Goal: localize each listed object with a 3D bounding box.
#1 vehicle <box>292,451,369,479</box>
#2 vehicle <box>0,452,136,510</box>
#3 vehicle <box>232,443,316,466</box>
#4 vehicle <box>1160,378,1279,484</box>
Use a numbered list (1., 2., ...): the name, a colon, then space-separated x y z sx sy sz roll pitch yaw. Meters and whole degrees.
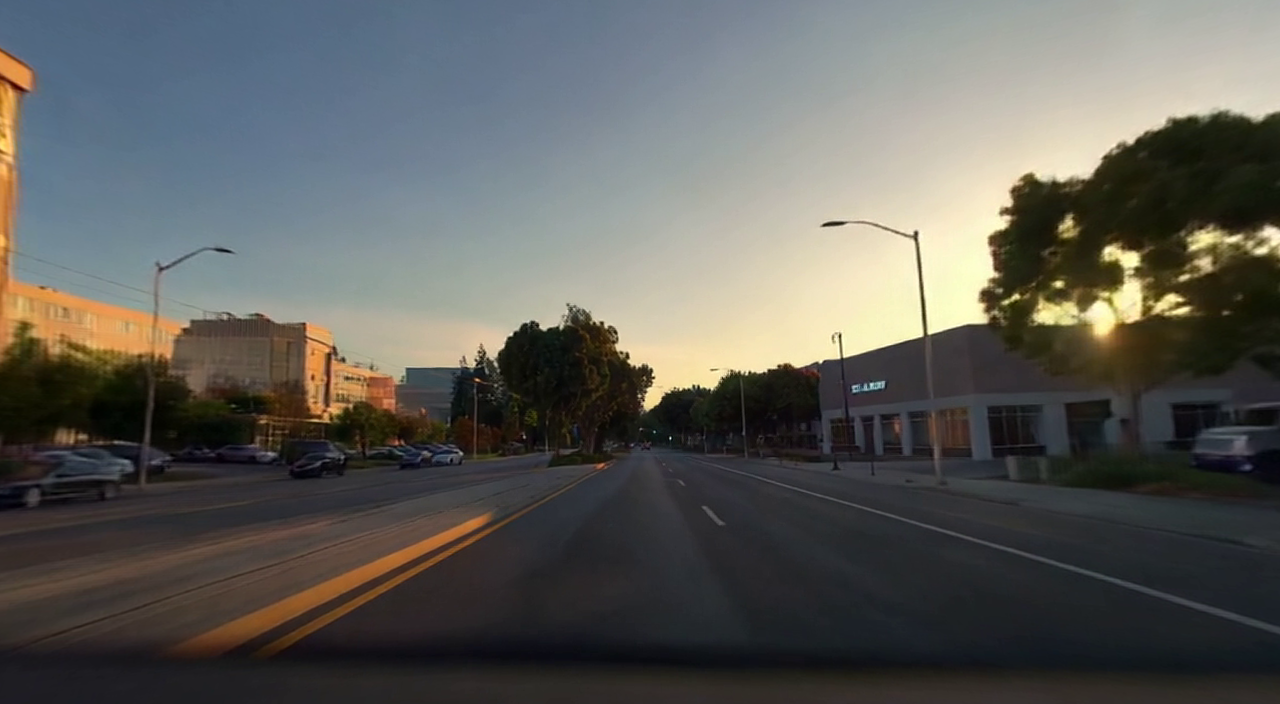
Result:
1. vehicle: -18.806 6.867 38.441 2.121 1.567 5.042 0 -9 0
2. vehicle: -19.171 4.024 20.032 2.071 1.595 4.822 0 -9 1
3. vehicle: -26.413 7.415 45.470 4.727 1.611 1.960 1 -9 -7
4. vehicle: 21.652 2.629 20.603 2.977 3.311 6.892 0 -9 -1
